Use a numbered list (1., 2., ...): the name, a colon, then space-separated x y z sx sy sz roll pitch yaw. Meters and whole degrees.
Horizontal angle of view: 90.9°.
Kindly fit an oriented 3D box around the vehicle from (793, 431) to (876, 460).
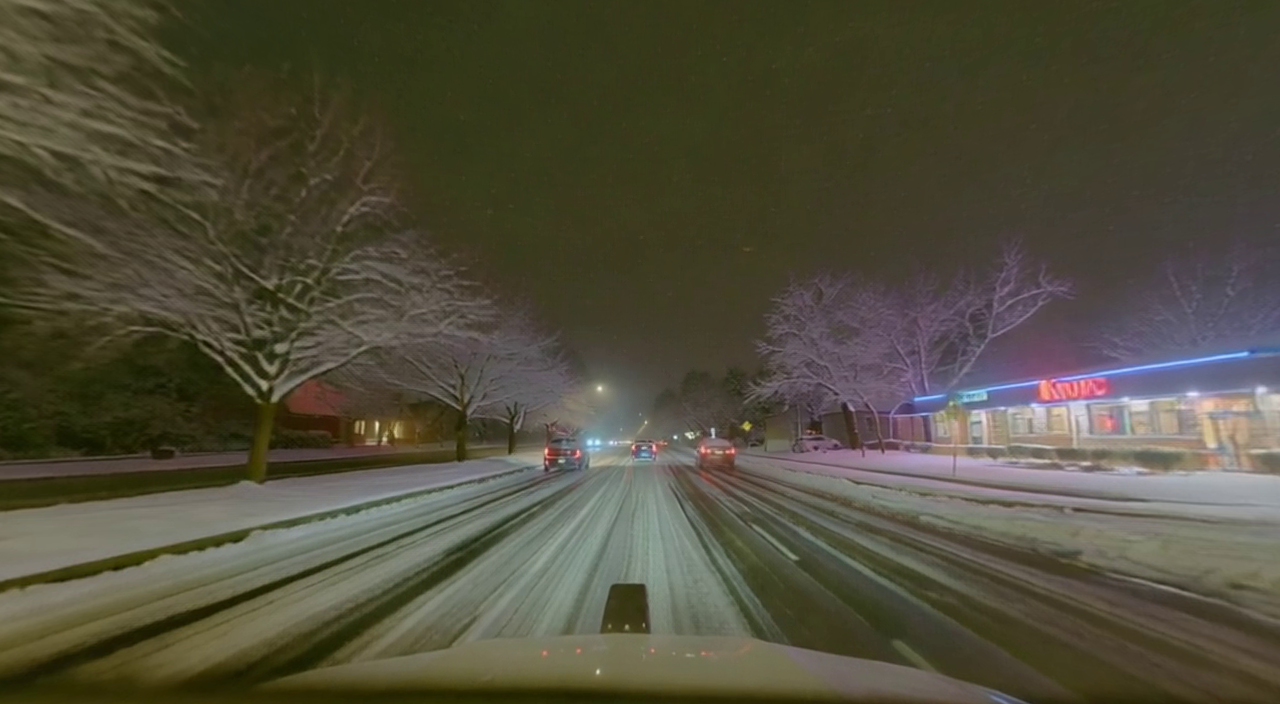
1. vehicle: 13.635 6.588 44.463 5.144 1.834 2.188 -2 -8 2

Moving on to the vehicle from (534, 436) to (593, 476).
1. vehicle: -3.266 4.523 27.735 1.995 1.607 4.086 0 -8 1

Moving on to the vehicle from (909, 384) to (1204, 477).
1. vehicle: 14.771 2.933 23.032 8.343 3.028 3.002 -1 -10 3

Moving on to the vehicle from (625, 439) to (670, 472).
1. vehicle: 0.332 4.983 30.637 2.059 1.477 4.216 0 -8 0

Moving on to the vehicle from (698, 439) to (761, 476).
1. vehicle: 3.766 4.514 27.286 2.012 1.462 4.400 0 -8 -1
